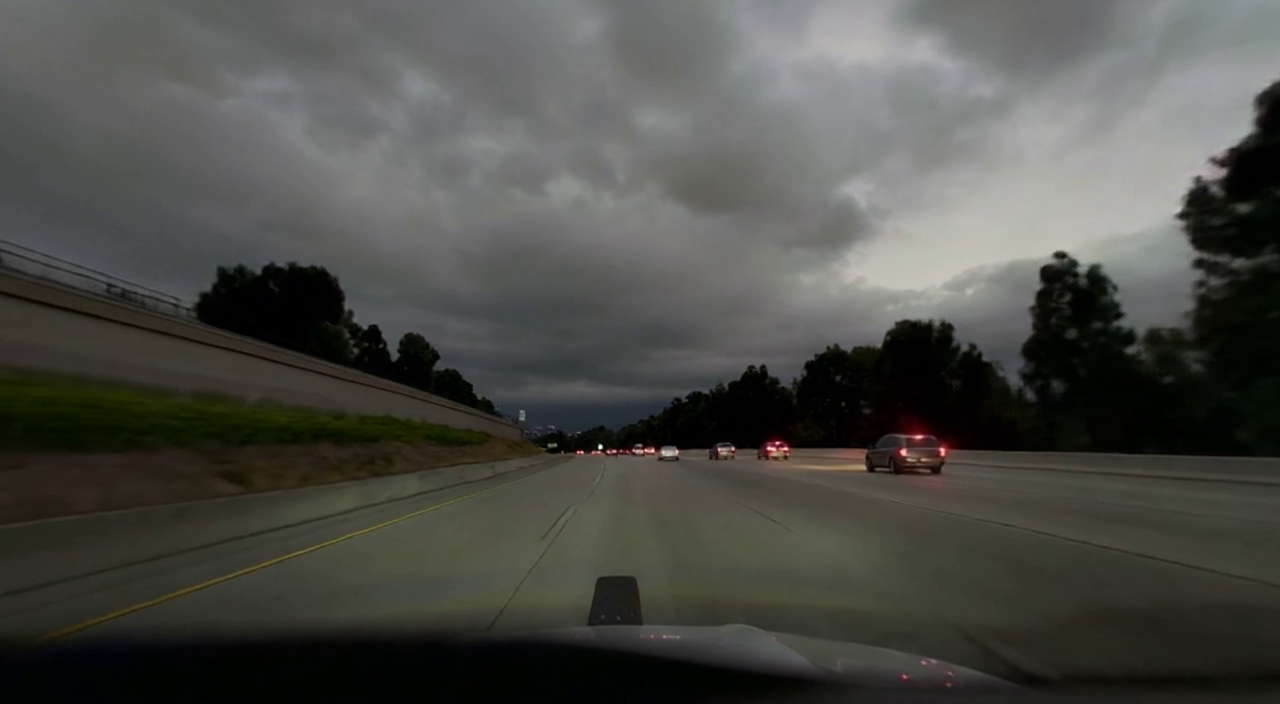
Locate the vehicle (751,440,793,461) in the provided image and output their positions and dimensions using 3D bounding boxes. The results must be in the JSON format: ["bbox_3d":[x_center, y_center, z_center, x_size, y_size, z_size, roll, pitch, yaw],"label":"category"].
[{"bbox_3d":[10.079,7.542,48.312,1.987,1.546,4.271,0,-9,-4],"label":"vehicle"}]

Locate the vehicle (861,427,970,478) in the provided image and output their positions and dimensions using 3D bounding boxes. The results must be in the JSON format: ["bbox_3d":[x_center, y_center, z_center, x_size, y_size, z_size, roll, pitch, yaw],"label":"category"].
[{"bbox_3d":[10.532,3.881,24.493,2.077,1.763,4.472,0,-9,-2],"label":"vehicle"}]

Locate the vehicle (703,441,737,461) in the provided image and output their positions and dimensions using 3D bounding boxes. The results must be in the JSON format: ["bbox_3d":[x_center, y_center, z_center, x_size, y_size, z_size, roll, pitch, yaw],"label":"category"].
[{"bbox_3d":[6.225,7.798,49.468,1.904,1.488,4.299,0,-9,-4],"label":"vehicle"}]

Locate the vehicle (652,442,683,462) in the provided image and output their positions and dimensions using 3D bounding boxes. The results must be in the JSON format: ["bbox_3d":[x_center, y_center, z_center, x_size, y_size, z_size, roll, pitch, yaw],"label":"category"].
[{"bbox_3d":[2.076,7.736,48.739,1.934,1.491,3.982,0,-9,-3],"label":"vehicle"}]
